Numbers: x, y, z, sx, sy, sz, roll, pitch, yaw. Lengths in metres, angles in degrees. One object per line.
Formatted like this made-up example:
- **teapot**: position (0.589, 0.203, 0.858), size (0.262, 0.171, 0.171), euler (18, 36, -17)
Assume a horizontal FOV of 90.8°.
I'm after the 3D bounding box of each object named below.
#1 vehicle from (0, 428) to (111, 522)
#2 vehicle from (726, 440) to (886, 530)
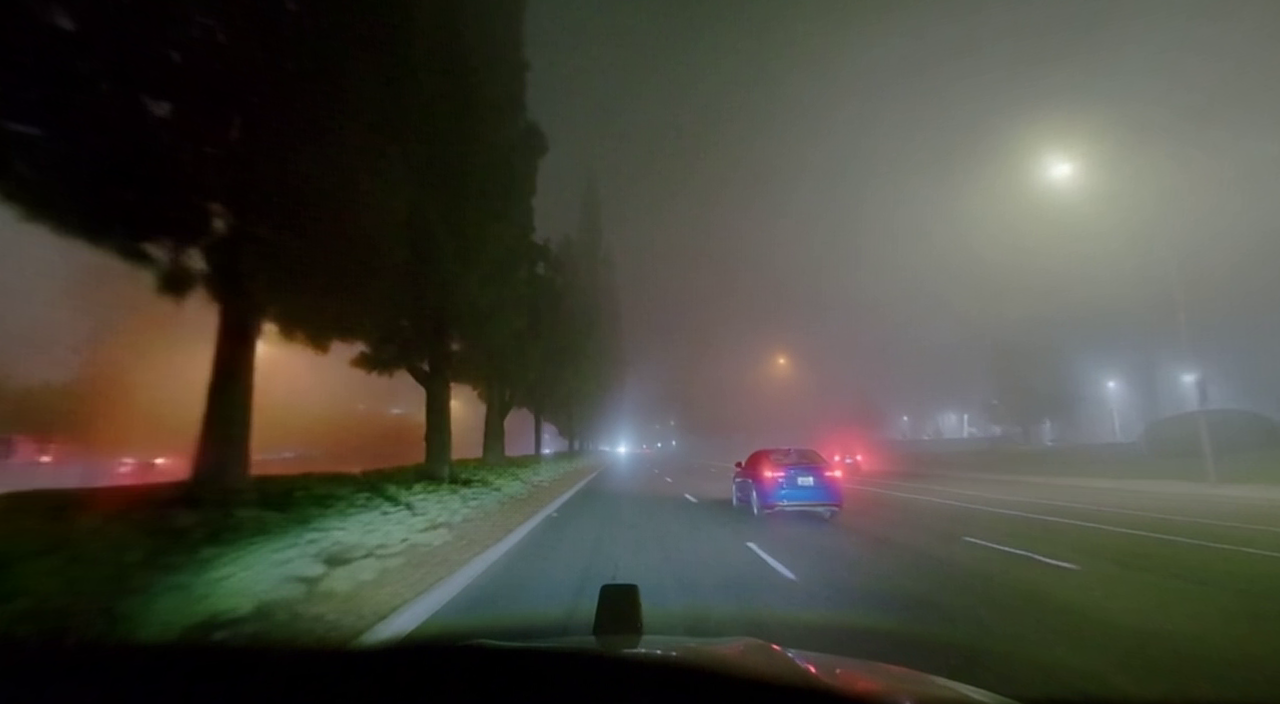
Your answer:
- **vehicle**: position (-14.554, 2.545, 13.050), size (2.234, 1.957, 5.941), euler (0, -8, -2)
- **vehicle**: position (3.051, 2.526, 12.647), size (1.950, 1.473, 4.259), euler (0, -8, -1)
